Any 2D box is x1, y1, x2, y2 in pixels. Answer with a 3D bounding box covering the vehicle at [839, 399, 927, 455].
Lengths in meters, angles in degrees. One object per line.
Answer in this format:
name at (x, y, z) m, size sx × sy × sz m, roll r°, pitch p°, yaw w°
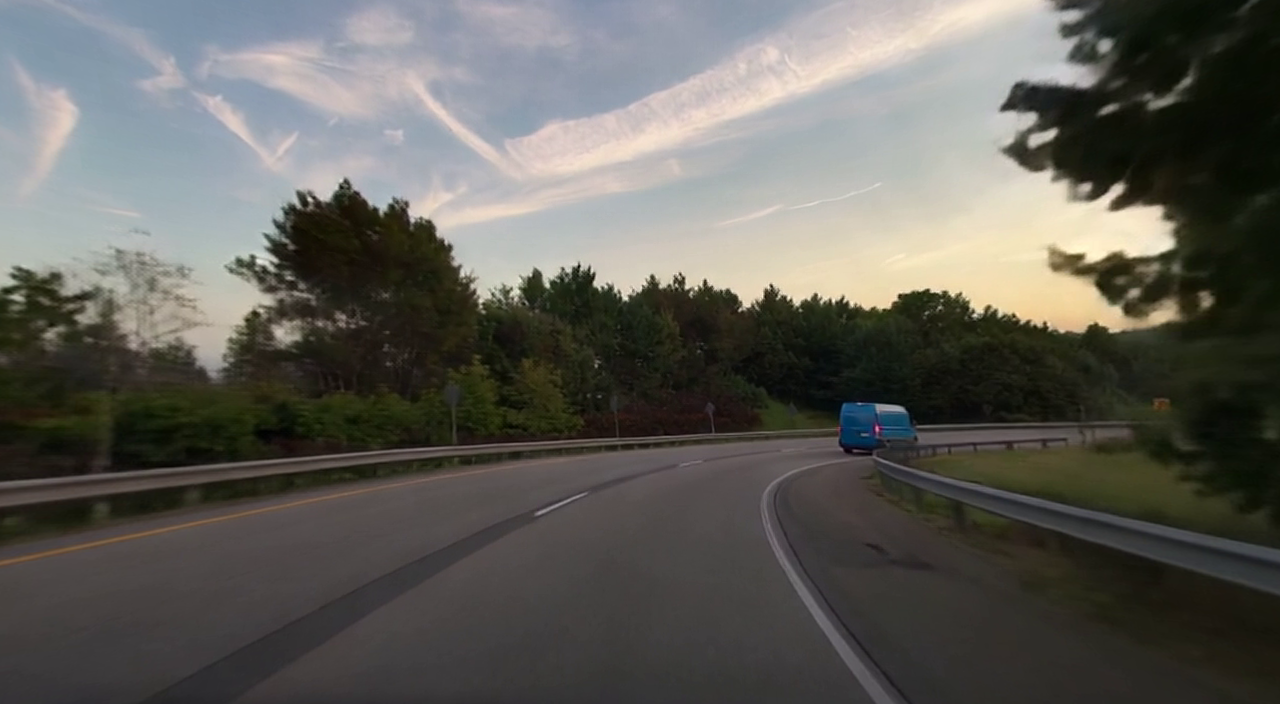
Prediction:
vehicle at (12.337, 3.808, 31.840) m, size 2.352 × 2.577 × 5.330 m, roll -6°, pitch -10°, yaw 41°
